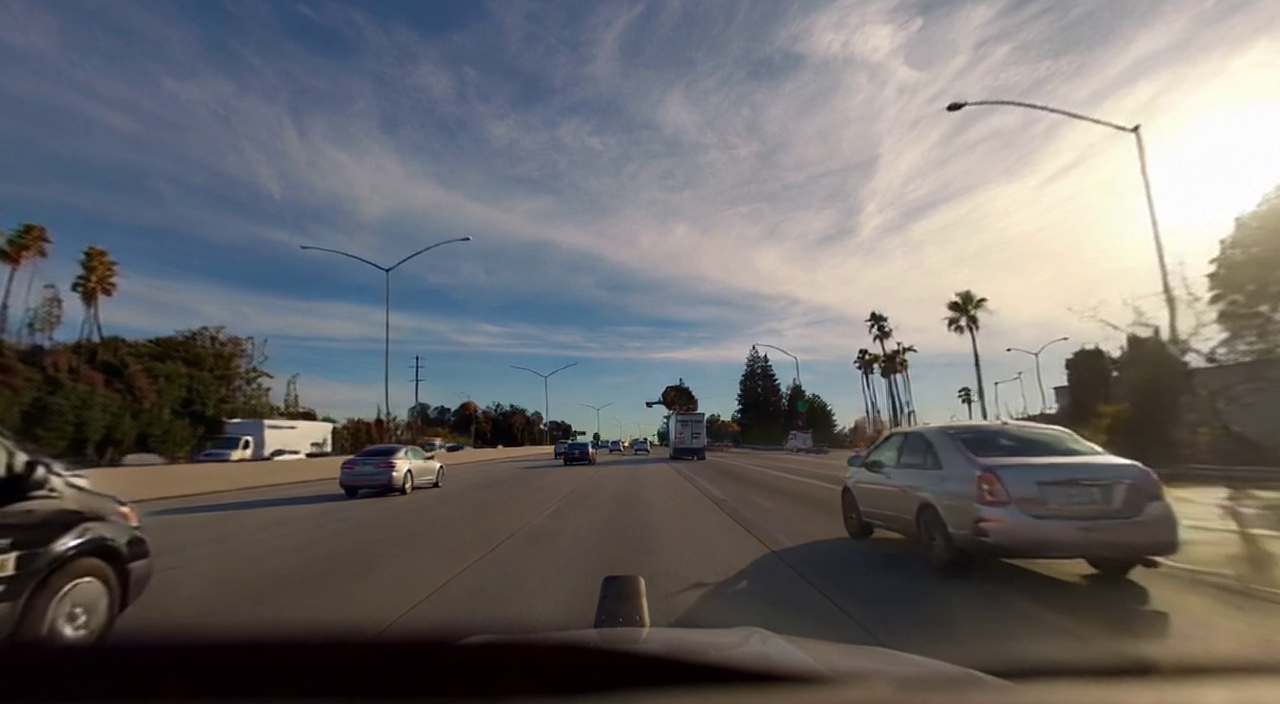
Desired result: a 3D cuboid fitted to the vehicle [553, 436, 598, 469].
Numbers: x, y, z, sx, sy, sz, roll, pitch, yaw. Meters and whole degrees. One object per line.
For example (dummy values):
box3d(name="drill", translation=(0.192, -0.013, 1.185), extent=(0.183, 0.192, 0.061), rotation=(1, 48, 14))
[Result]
box3d(name="vehicle", translation=(-3.509, 5.569, 35.089), extent=(2.017, 1.683, 4.094), rotation=(0, -9, 0))

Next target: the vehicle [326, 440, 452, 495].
box3d(name="vehicle", translation=(-7.534, 3.496, 19.480), extent=(2.050, 1.487, 4.372), rotation=(0, -9, 1))

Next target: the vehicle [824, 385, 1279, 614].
box3d(name="vehicle", translation=(3.779, 1.411, 6.921), extent=(2.124, 1.674, 4.494), rotation=(0, -9, 0))

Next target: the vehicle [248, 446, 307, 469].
box3d(name="vehicle", translation=(-24.539, 7.126, 42.770), extent=(1.701, 1.502, 3.768), rotation=(0, -9, 1))

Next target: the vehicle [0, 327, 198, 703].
box3d(name="vehicle", translation=(-4.095, 0.600, 1.468), extent=(2.215, 1.859, 5.375), rotation=(0, -9, 0))
